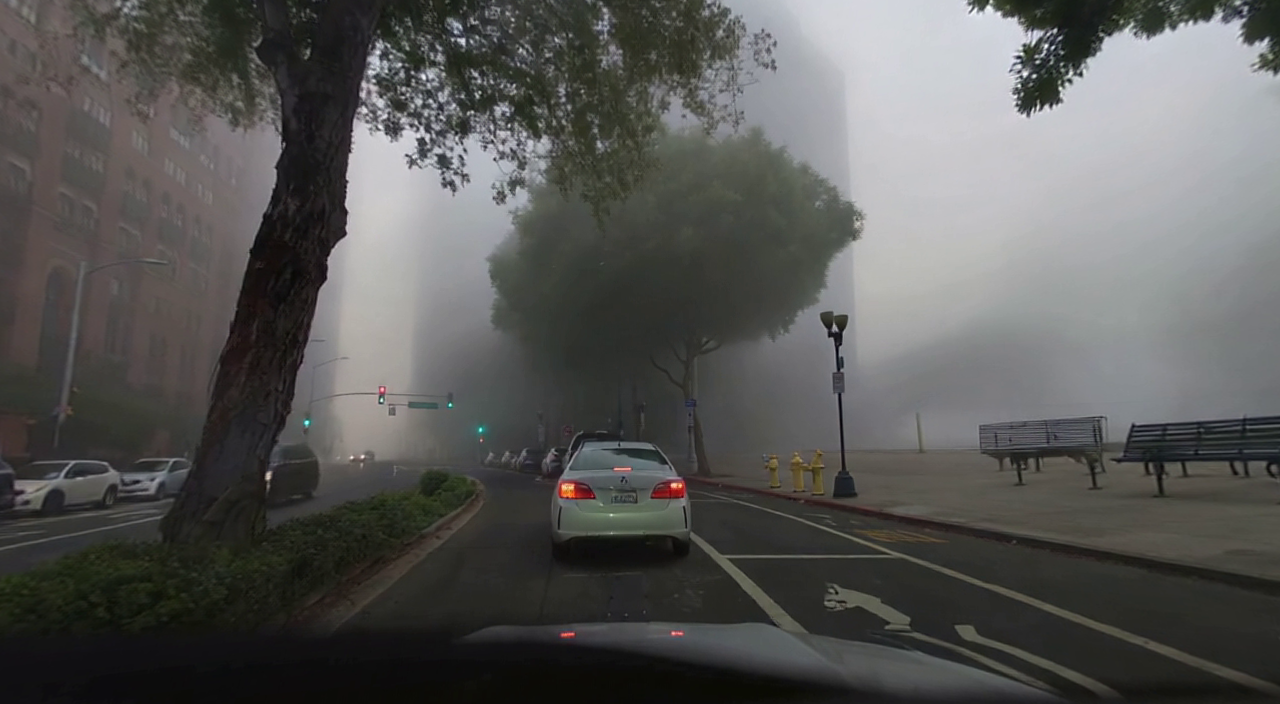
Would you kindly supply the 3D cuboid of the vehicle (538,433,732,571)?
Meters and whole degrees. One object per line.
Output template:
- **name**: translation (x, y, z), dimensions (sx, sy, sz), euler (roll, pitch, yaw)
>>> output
- **vehicle**: translation (-0.241, 1.942, 9.007), dimensions (2.142, 1.475, 4.051), euler (1, -8, -6)

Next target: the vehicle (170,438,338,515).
- **vehicle**: translation (-9.907, 3.176, 16.712), dimensions (2.179, 1.698, 4.549), euler (1, -9, -10)
